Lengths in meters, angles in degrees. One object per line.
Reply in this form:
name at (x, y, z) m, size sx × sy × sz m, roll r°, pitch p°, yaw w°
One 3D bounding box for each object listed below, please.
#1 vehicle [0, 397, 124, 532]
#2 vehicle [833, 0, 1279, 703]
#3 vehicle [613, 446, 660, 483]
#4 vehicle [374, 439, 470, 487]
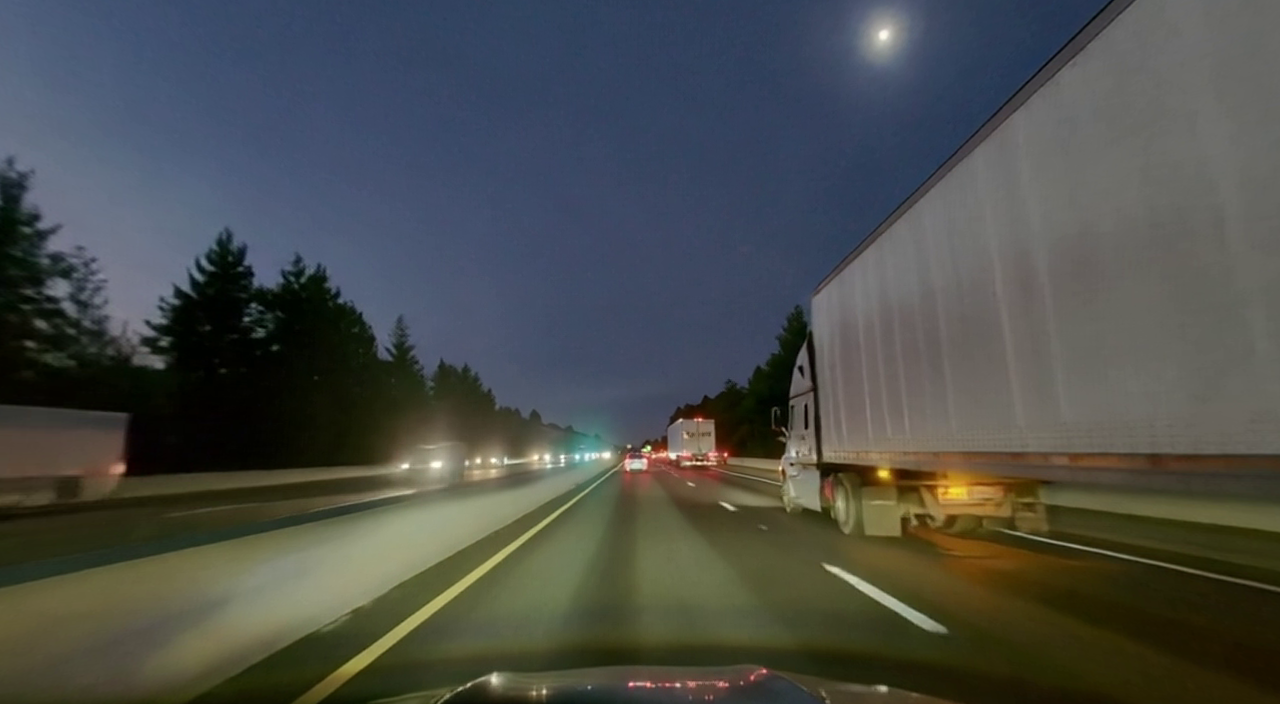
vehicle at (-13.230, 2.038, 11.325) m, size 2.255 × 2.511 × 6.577 m, roll 0°, pitch -9°, yaw 0°
vehicle at (4.579, -0.279, 2.822) m, size 2.842 × 4.060 × 13.939 m, roll 0°, pitch -9°, yaw -1°
vehicle at (-0.128, 4.909, 27.752) m, size 1.939 × 1.495 × 3.612 m, roll 0°, pitch -9°, yaw 0°
vehicle at (-8.161, 4.206, 24.074) m, size 2.034 × 1.621 × 4.525 m, roll 0°, pitch -9°, yaw 0°
